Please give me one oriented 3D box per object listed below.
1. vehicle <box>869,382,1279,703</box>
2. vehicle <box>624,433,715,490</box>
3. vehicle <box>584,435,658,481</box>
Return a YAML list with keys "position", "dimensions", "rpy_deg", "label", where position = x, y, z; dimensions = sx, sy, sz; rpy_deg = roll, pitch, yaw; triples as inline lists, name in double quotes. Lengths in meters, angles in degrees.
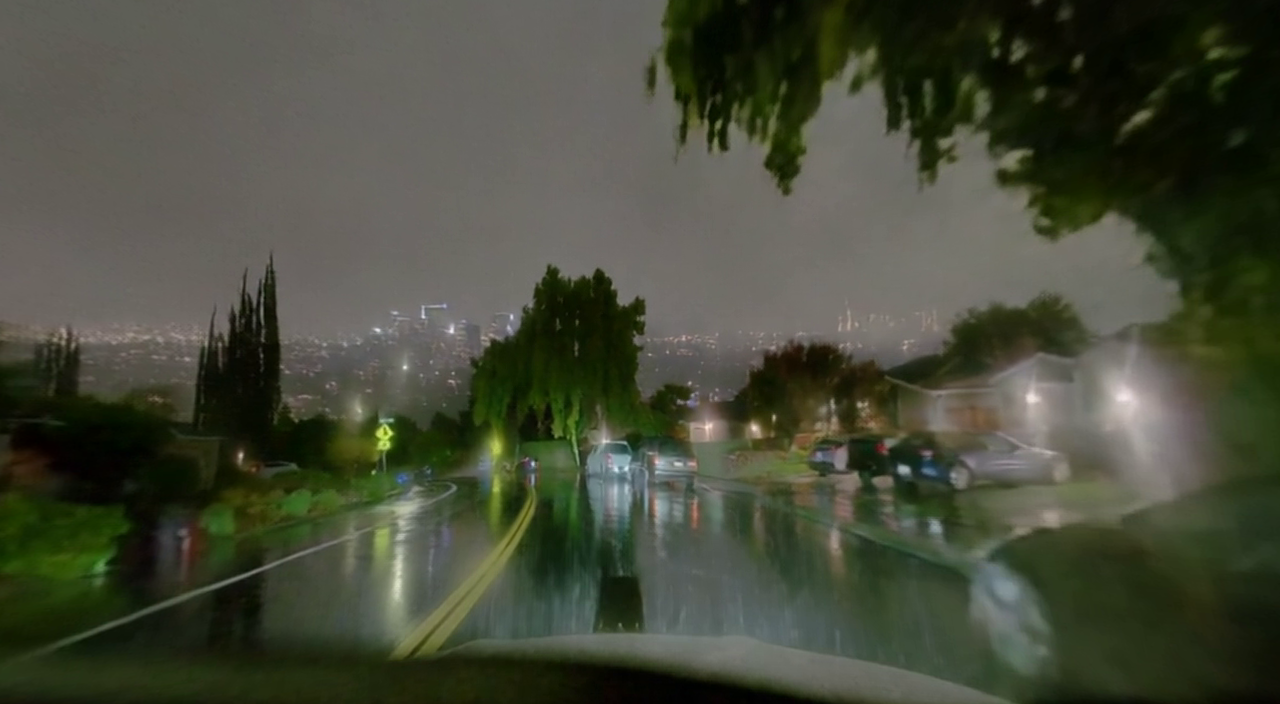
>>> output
- position: [2.931, 0.901, 2.264]
  dimensions: [2.181, 1.494, 5.023]
  rpy_deg: [0, -8, -2]
  label: "vehicle"
- position: [0.832, 3.597, 21.190]
  dimensions: [1.965, 1.663, 4.744]
  rpy_deg: [1, -8, -11]
  label: "vehicle"
- position: [-1.011, 4.707, 28.516]
  dimensions: [2.180, 1.849, 5.423]
  rpy_deg: [2, -9, -14]
  label: "vehicle"
